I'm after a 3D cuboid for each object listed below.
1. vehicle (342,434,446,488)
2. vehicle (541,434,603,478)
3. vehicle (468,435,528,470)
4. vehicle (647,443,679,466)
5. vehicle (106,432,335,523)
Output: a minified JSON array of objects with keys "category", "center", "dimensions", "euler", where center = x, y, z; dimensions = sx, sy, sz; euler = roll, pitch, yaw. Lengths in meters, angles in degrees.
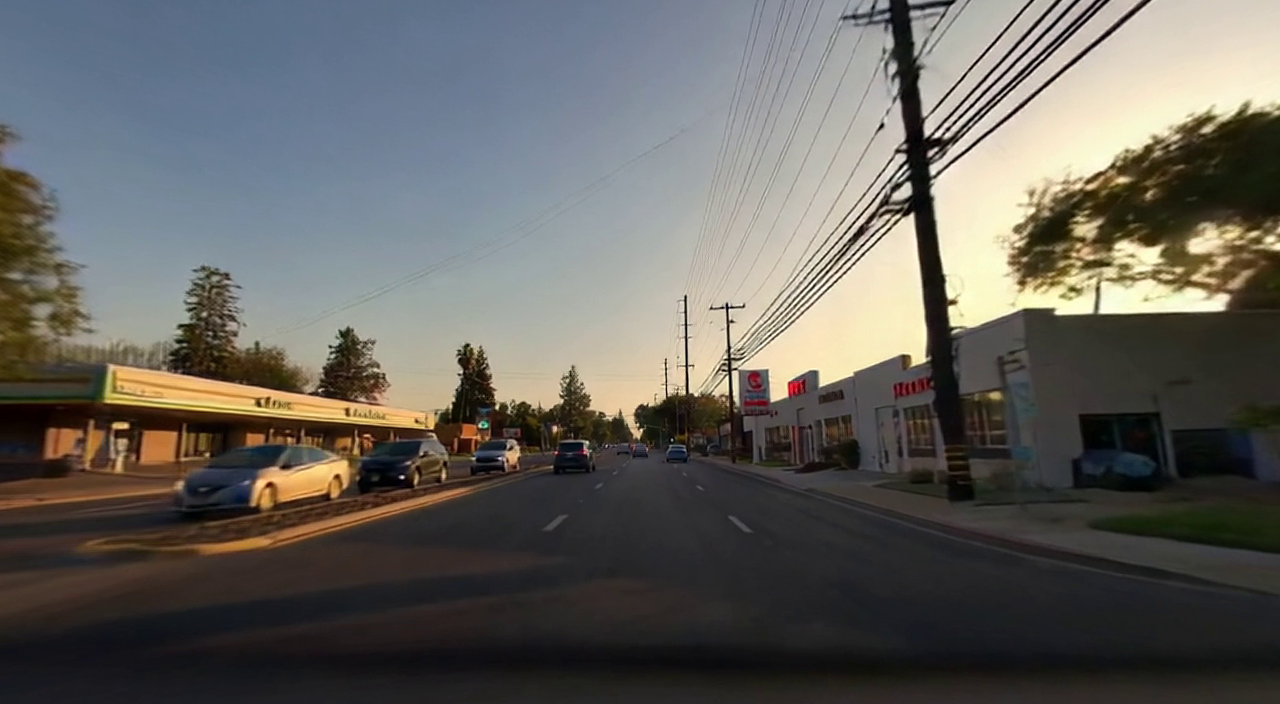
[{"category":"vehicle","center":[-8.082,3.616,21.154],"dimensions":[1.795,1.607,4.059],"euler":[0,-9,1]},{"category":"vehicle","center":[-2.712,4.288,26.116],"dimensions":[2.047,1.664,4.148],"euler":[0,-9,1]},{"category":"vehicle","center":[-7.704,5.501,34.605],"dimensions":[2.009,1.773,4.925],"euler":[0,-9,2]},{"category":"vehicle","center":[1.546,6.806,42.117],"dimensions":[1.978,1.455,4.195],"euler":[0,-9,3]},{"category":"vehicle","center":[-7.906,2.377,12.410],"dimensions":[1.760,1.487,3.890],"euler":[0,-9,1]}]
